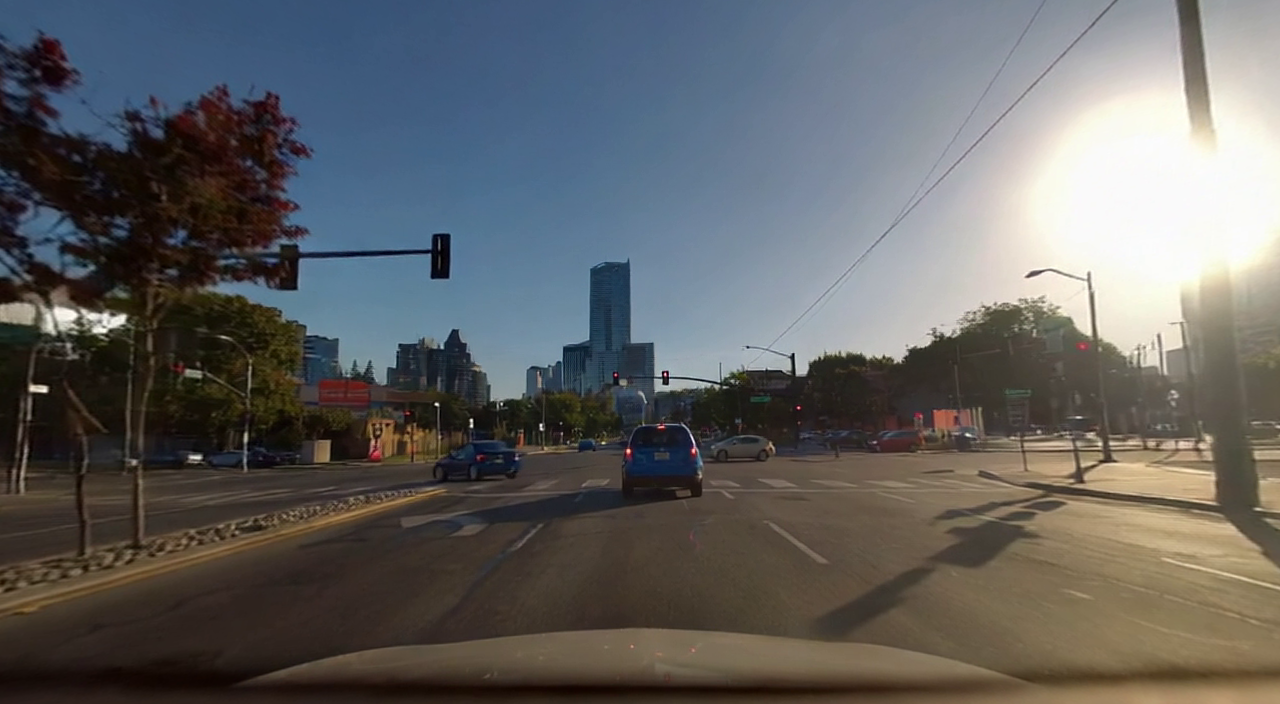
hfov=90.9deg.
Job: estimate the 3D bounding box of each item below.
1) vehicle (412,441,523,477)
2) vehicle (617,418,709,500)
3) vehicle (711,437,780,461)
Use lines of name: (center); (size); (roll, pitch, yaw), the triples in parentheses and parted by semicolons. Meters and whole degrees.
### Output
vehicle: (-7.801, 4.848, 28.974); (2.013, 1.486, 4.705); (-6, -10, 34)
vehicle: (0.526, 2.646, 15.915); (1.994, 1.759, 4.186); (0, -8, 1)
vehicle: (6.597, 6.079, 39.639); (3.963, 1.480, 1.774); (1, -8, -7)
